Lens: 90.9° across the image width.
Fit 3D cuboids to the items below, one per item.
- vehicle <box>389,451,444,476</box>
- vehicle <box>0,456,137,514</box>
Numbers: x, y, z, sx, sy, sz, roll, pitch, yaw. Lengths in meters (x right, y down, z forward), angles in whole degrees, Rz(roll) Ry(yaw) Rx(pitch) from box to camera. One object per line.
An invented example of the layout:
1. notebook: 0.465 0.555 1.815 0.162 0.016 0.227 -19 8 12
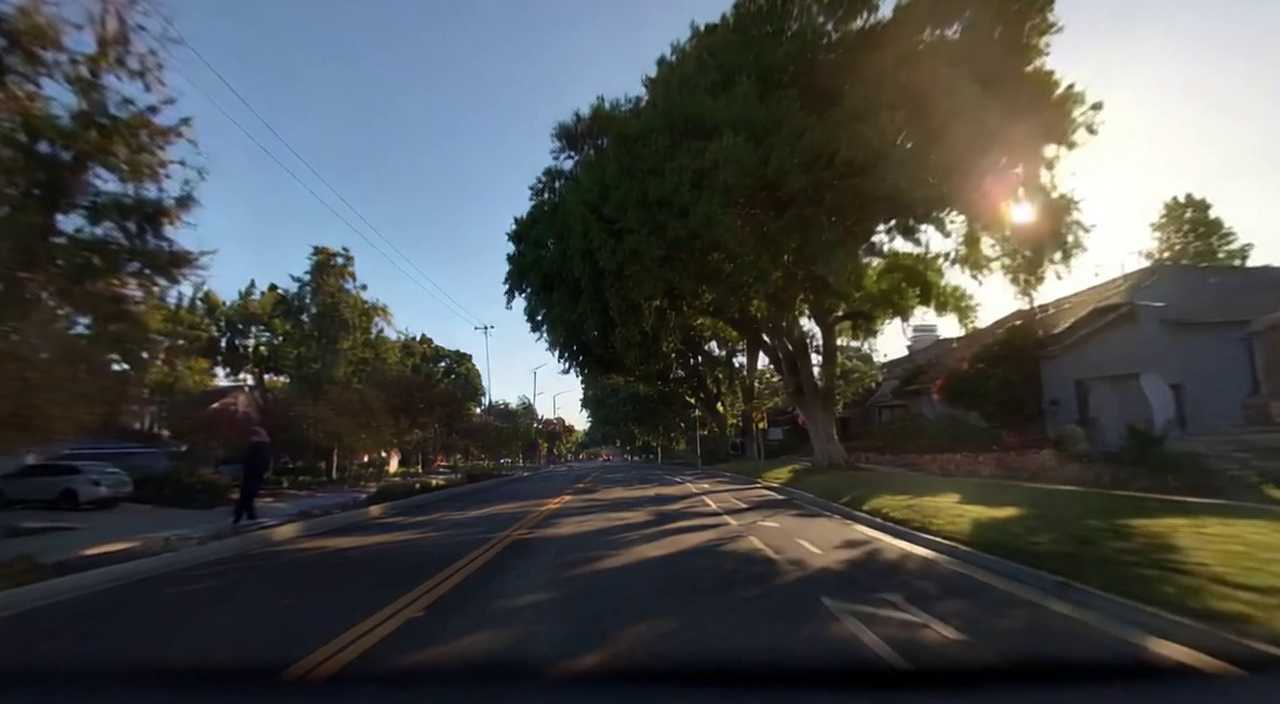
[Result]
1. vehicle: -16.472 8.229 46.664 1.897 1.698 4.532 -1 -8 8
2. vehicle: -20.430 4.545 21.851 4.459 1.772 2.011 -1 -9 9
